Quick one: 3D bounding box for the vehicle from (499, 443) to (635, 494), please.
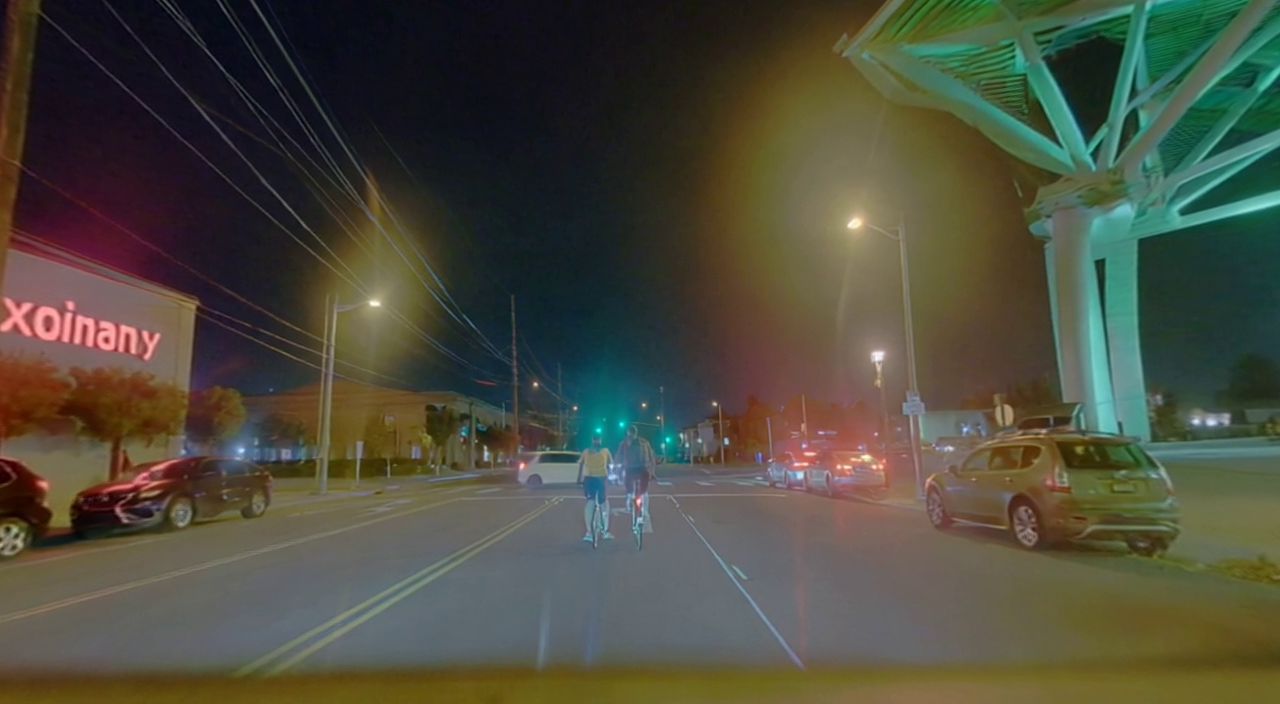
[{"bbox_3d":[-2.945,4.592,25.282,4.961,1.832,2.287,3,-9,-21],"label":"vehicle"}]

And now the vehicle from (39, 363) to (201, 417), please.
[{"bbox_3d":[-17.107,1.302,20.942,3.685,1.584,1.708,1,-9,-3],"label":"vehicle"}]

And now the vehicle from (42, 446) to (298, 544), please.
[{"bbox_3d":[-10.240,3.079,14.445,2.075,1.816,4.900,0,-8,0],"label":"vehicle"}]

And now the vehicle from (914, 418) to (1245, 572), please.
[{"bbox_3d":[5.829,1.902,9.164,1.873,1.714,3.979,0,-8,0],"label":"vehicle"}]

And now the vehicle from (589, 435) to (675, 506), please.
[{"bbox_3d":[-0.171,3.321,18.174,2.190,1.783,4.048,0,-8,1],"label":"vehicle"}]
